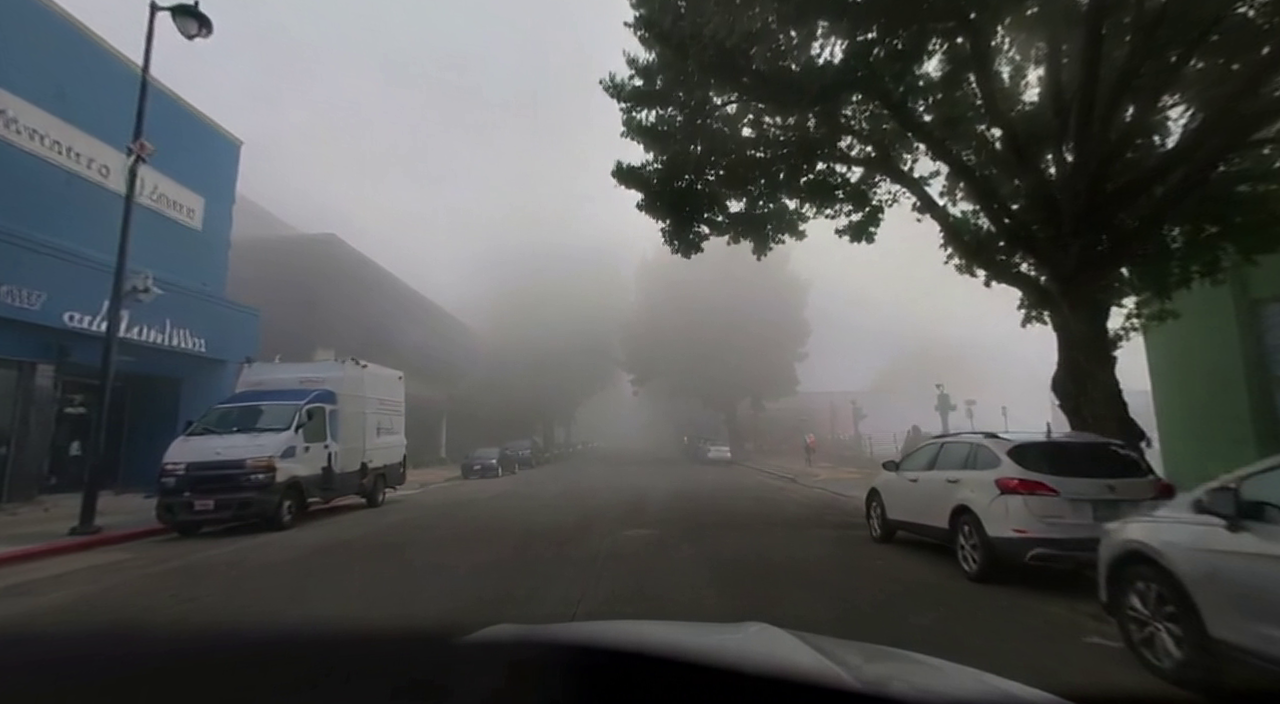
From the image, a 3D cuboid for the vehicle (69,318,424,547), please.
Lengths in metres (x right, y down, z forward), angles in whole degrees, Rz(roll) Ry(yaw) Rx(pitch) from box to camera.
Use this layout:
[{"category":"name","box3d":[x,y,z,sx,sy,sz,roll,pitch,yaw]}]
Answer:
[{"category":"vehicle","box3d":[-6.845,1.515,12.391,2.851,3.375,6.057,0,-7,2]}]

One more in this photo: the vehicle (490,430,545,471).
[{"category":"vehicle","box3d":[-6.534,5.259,34.172,2.238,1.891,4.780,-1,-6,-2]}]

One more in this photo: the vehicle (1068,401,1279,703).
[{"category":"vehicle","box3d":[3.816,0.819,1.554,2.065,1.520,4.853,0,-7,-1]}]

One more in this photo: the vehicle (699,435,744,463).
[{"category":"vehicle","box3d":[4.654,5.585,36.624,1.973,1.494,4.867,0,-7,0]}]

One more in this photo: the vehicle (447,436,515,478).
[{"category":"vehicle","box3d":[-6.719,4.436,27.075,1.917,1.487,4.659,-2,-7,-3]}]
